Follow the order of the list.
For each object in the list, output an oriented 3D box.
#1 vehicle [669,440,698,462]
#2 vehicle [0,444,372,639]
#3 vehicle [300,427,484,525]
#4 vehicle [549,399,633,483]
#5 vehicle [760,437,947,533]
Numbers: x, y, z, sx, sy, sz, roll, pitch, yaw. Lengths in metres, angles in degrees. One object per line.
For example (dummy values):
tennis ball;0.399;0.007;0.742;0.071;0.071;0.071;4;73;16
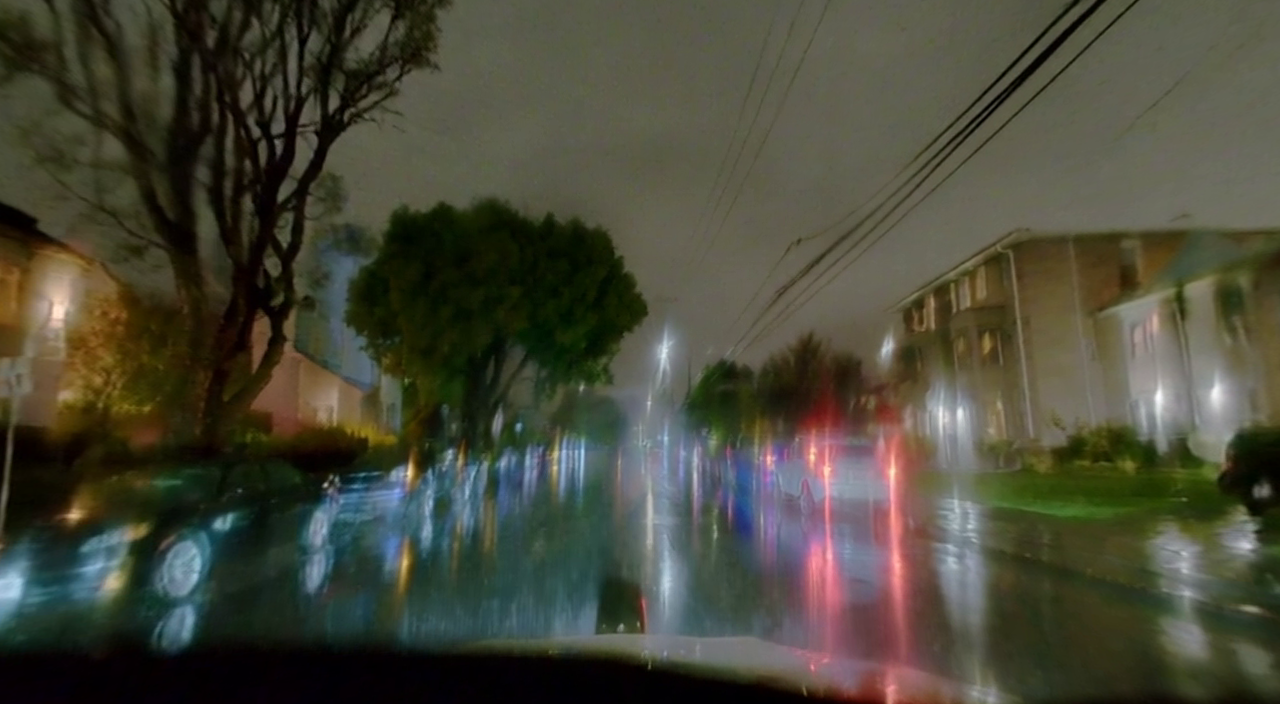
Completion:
vehicle;3.355;7.753;49.762;1.878;1.664;4.033;0;-8;-2
vehicle;-5.086;1.807;7.285;1.861;1.474;4.749;0;-8;1
vehicle;-5.245;2.680;14.382;2.002;1.781;5.380;0;-8;0
vehicle;-1.711;3.560;25.265;2.716;2.887;6.781;0;-8;1
vehicle;3.739;2.385;12.018;1.813;1.468;4.267;1;-8;-4
